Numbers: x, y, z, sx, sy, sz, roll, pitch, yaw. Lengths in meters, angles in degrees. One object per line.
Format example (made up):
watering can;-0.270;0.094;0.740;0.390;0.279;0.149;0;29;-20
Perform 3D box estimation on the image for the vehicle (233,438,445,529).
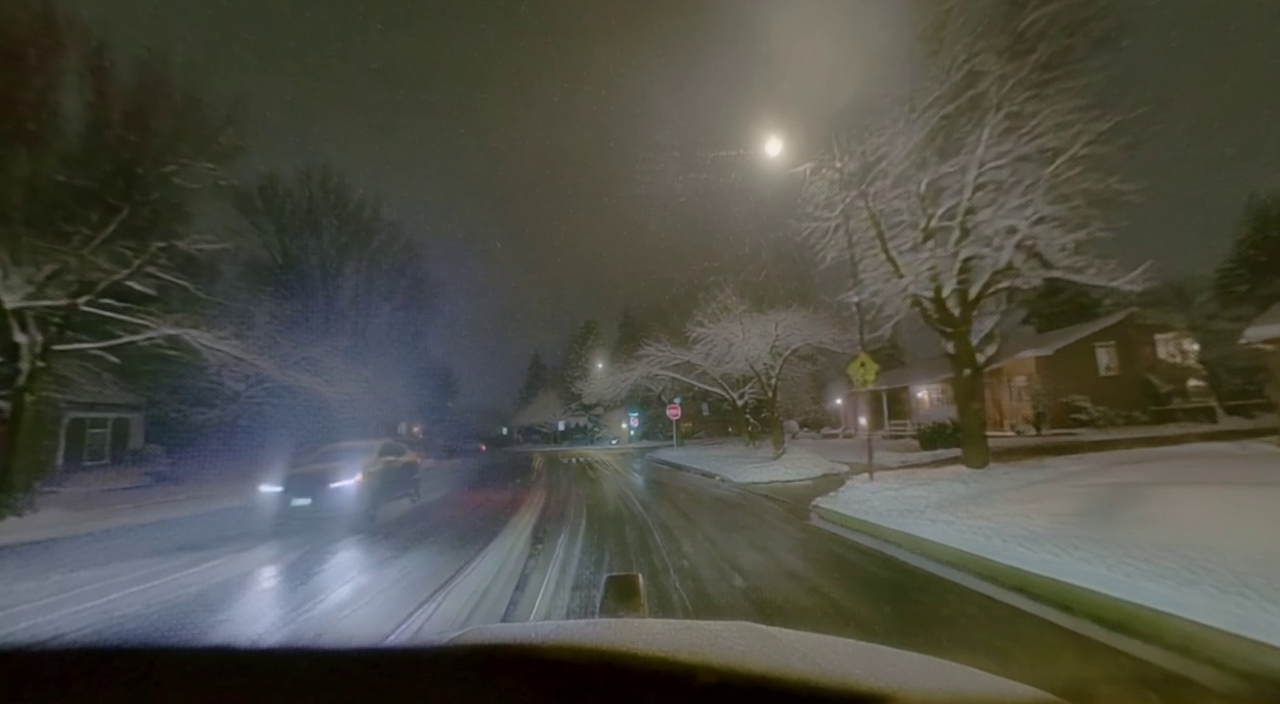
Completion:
vehicle;-5.850;2.574;13.184;2.146;1.506;4.885;0;-8;-2
